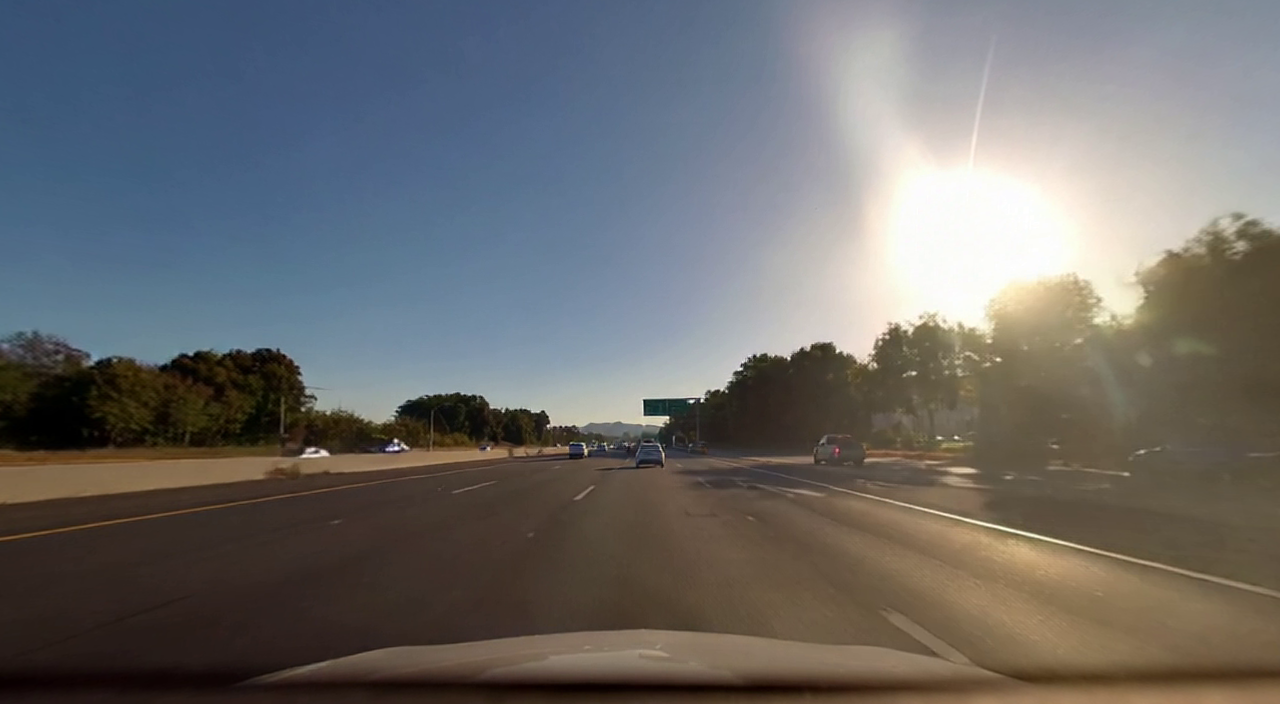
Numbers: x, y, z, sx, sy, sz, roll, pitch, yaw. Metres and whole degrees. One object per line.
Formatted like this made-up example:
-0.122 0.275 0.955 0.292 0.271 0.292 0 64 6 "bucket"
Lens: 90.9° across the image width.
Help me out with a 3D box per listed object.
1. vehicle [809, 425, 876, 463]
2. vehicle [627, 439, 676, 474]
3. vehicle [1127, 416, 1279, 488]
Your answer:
13.793 6.353 43.485 2.336 2.415 6.056 0 -8 -3 "vehicle"
0.486 4.829 29.354 2.112 1.482 4.082 0 -8 0 "vehicle"
18.568 3.044 19.452 2.304 1.951 5.719 0 -8 -3 "vehicle"
